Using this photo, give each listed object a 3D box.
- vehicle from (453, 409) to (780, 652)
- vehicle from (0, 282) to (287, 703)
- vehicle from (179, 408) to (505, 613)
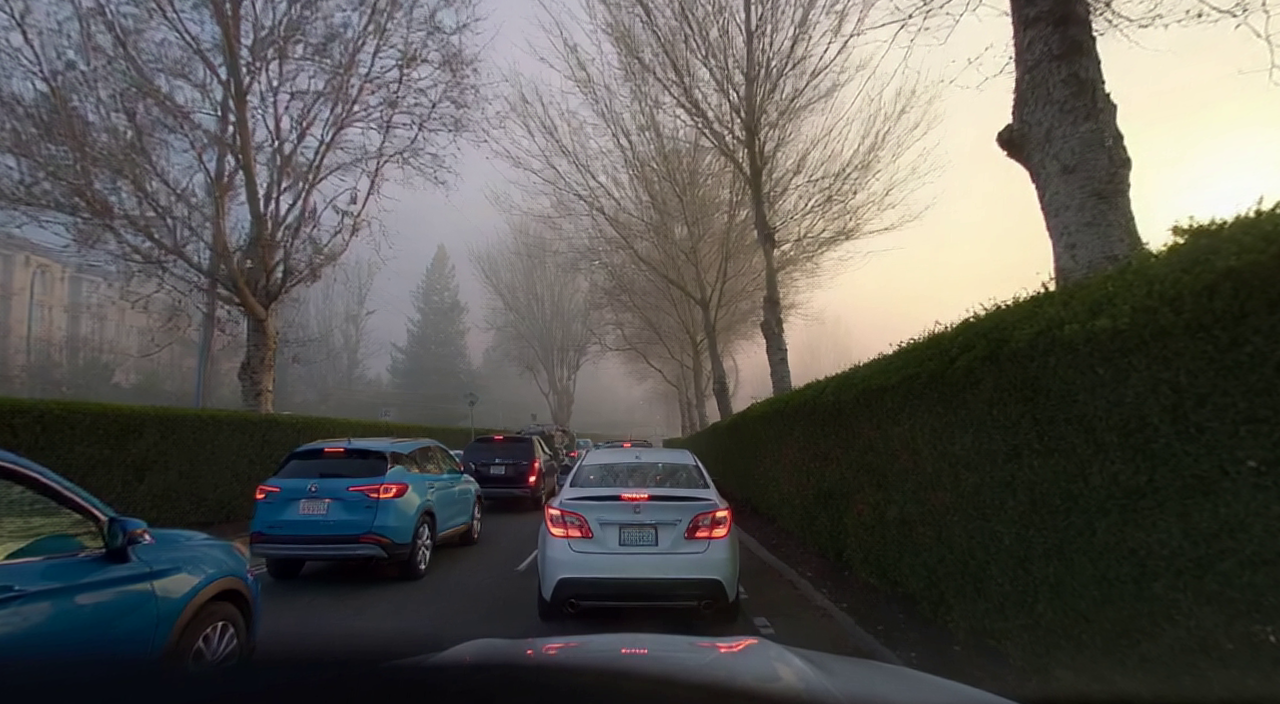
[{"bbox_3d":[-0.174,1.494,6.234,2.154,1.581,4.007,0,-9,-1],"label":"vehicle"},{"bbox_3d":[-3.283,0.676,1.263,2.205,1.913,5.327,-6,-8,-2],"label":"vehicle"},{"bbox_3d":[-3.400,1.850,8.304,2.256,1.728,4.421,-6,-8,-2],"label":"vehicle"}]
